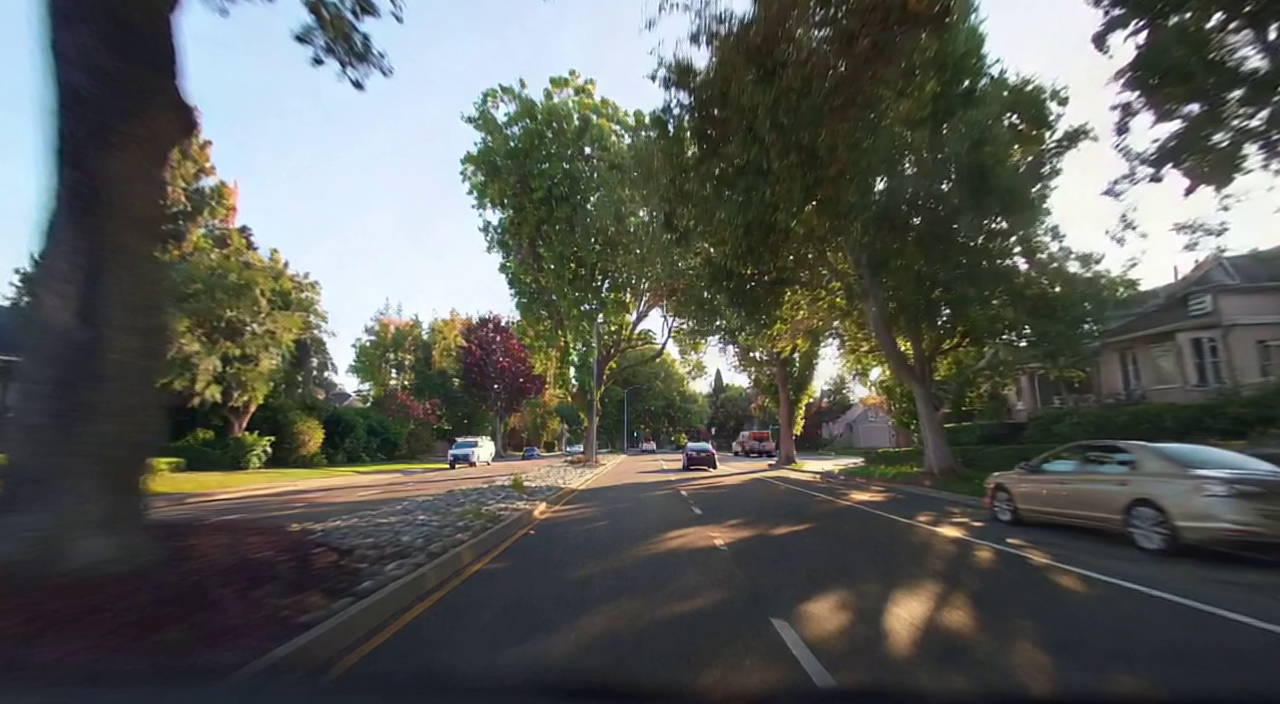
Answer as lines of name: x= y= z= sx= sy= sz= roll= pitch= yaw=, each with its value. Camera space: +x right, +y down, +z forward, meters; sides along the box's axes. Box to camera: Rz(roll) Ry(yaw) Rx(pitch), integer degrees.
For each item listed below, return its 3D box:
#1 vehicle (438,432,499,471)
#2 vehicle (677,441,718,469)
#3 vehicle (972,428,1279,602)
vehicle: x=-11.564 y=6.761 z=42.970 sx=2.347 sy=2.428 sz=6.149 roll=0 pitch=-8 yaw=1
vehicle: x=3.222 y=5.837 z=35.915 sx=1.960 sy=1.479 sz=4.086 roll=0 pitch=-8 yaw=0
vehicle: x=6.453 y=1.760 z=7.870 sx=1.999 sy=1.476 sz=4.791 roll=0 pitch=-8 yaw=0
